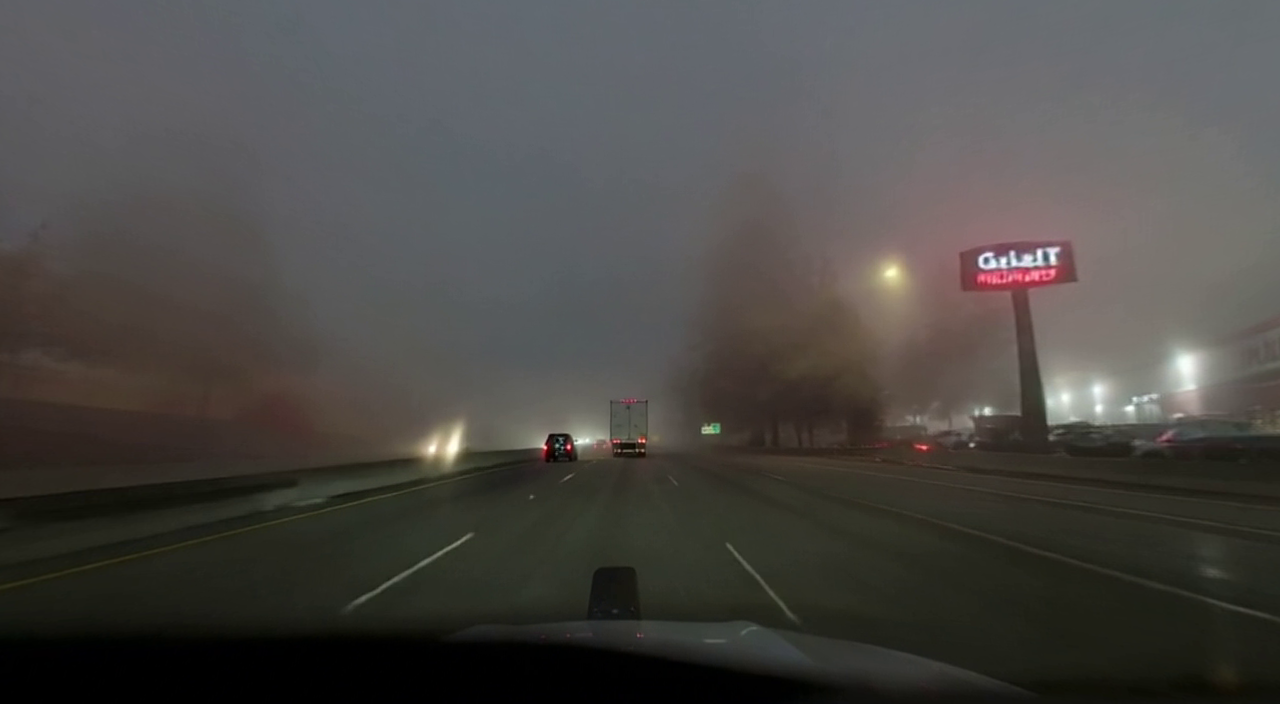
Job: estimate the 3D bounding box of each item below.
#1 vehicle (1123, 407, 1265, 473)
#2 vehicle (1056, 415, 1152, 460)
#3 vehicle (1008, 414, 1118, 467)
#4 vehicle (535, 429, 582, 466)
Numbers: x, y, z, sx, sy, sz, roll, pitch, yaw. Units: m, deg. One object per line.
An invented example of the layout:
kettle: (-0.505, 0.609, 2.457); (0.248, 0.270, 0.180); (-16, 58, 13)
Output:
vehicle: (32.477, 5.121, 36.960); (8.507, 3.424, 3.443); (4, -9, -30)
vehicle: (31.266, 5.736, 42.559); (5.465, 2.735, 3.004); (3, -9, -30)
vehicle: (32.479, 6.768, 48.486); (8.295, 3.754, 2.807); (3, -9, -24)
vehicle: (-4.567, 5.457, 36.217); (2.095, 1.930, 4.680); (0, -8, 0)
